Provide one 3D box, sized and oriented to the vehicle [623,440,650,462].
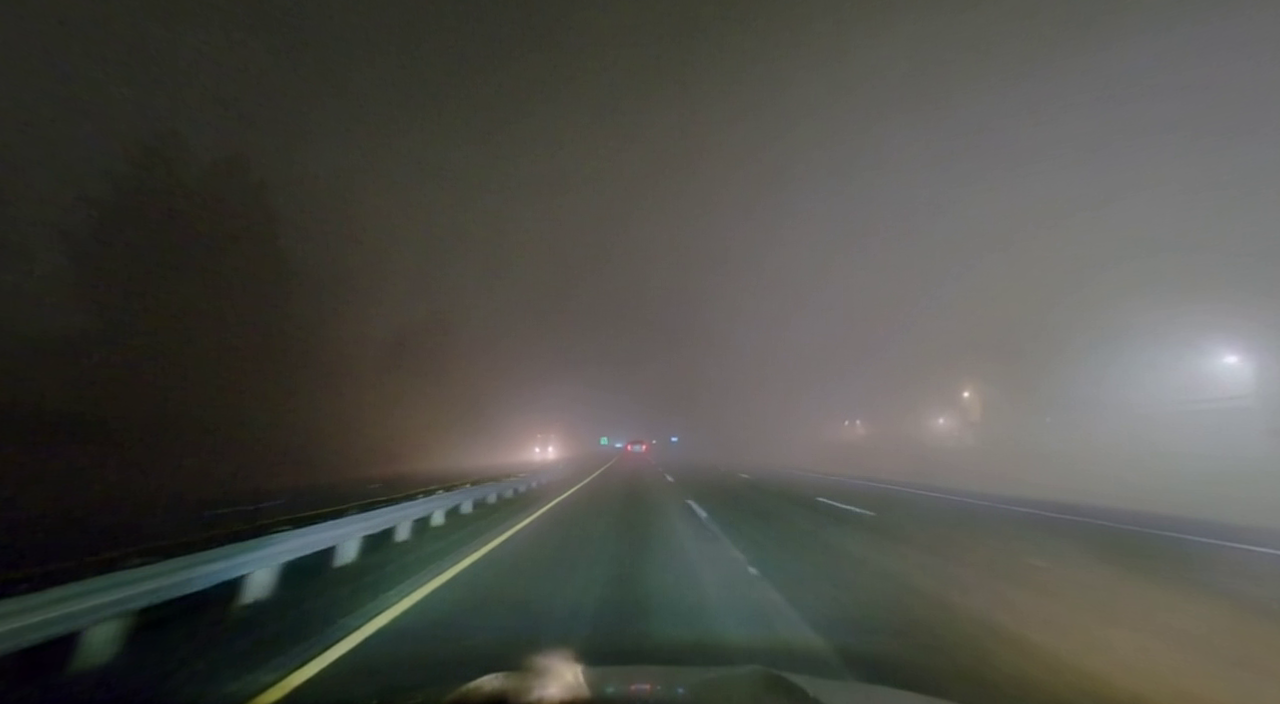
[{"bbox_3d":[-0.245,7.525,48.020,2.009,1.554,4.013,0,-8,0],"label":"vehicle"}]
